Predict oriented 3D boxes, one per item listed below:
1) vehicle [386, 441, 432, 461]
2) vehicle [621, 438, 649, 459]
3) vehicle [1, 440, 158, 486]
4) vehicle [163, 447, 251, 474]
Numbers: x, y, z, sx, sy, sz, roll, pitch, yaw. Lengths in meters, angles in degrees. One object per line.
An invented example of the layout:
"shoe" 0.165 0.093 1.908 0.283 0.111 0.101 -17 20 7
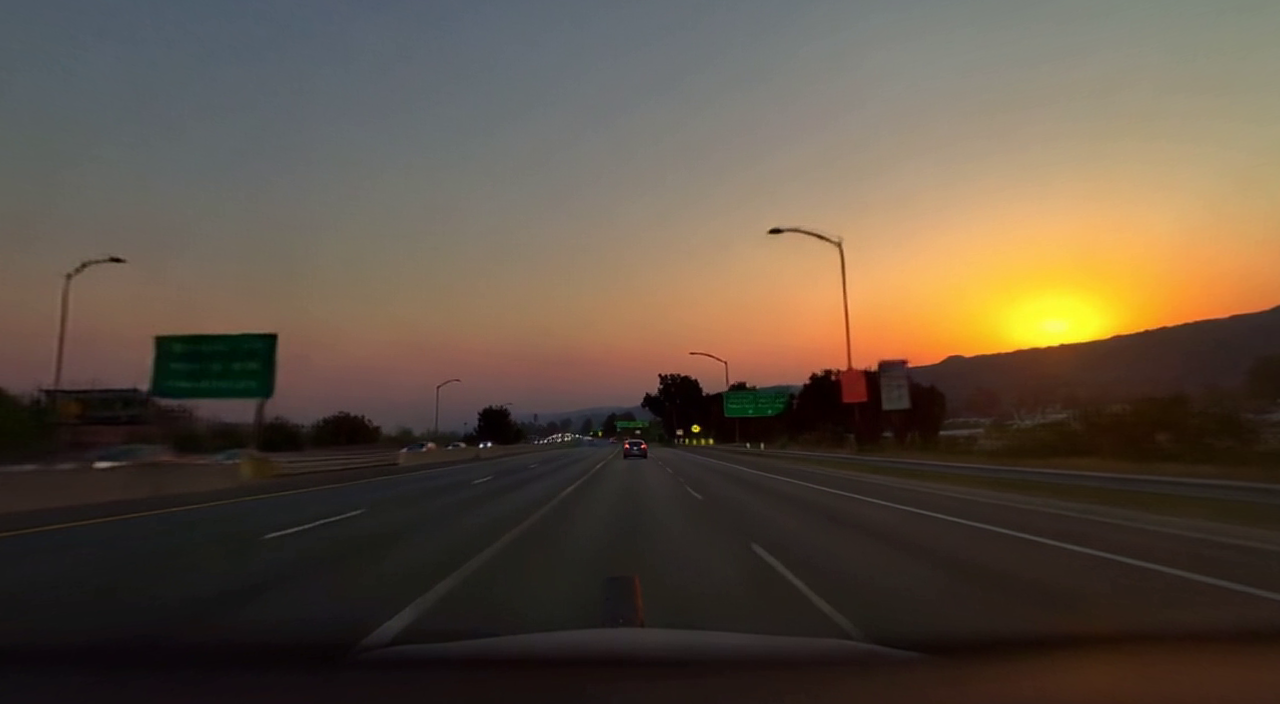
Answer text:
"vehicle" -17.875 7.689 49.153 1.974 1.513 4.348 0 -9 0
"vehicle" -0.364 7.165 47.028 2.025 1.460 4.189 0 -8 0
"vehicle" -21.599 4.269 24.668 1.947 1.606 4.533 0 -8 -1
"vehicle" -25.368 6.356 37.263 1.870 1.484 4.703 0 -8 0
